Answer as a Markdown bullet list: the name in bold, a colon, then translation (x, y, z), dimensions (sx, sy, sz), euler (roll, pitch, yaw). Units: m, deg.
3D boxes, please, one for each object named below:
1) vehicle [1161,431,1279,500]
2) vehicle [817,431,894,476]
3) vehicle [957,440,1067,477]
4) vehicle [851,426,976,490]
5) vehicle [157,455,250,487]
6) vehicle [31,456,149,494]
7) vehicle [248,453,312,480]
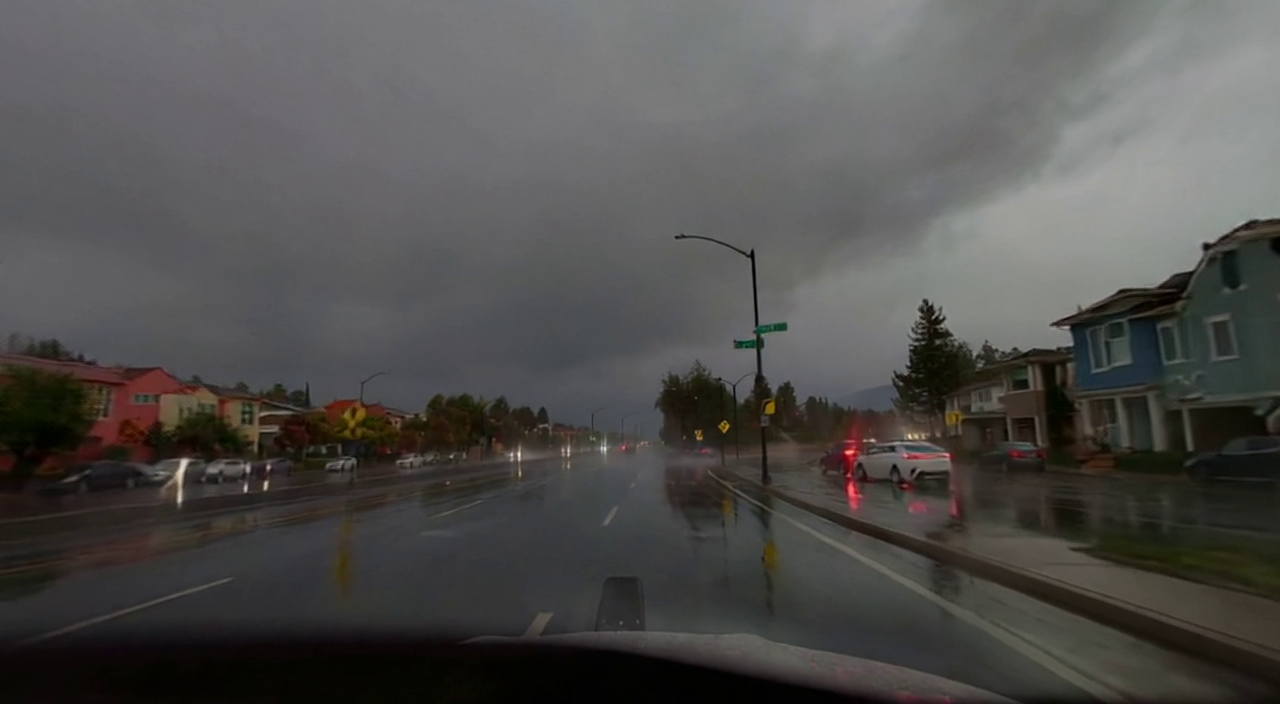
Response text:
- **vehicle**: translation (15.683, 2.755, 15.489), dimensions (1.940, 1.556, 4.542), euler (0, -8, 1)
- **vehicle**: translation (9.172, 4.486, 27.318), dimensions (2.004, 1.476, 4.588), euler (-4, -14, 4)
- **vehicle**: translation (16.108, 4.639, 27.730), dimensions (1.969, 1.465, 4.930), euler (0, -8, 2)
- **vehicle**: translation (9.096, 3.719, 21.541), dimensions (1.923, 1.741, 4.683), euler (-3, -13, -2)
- **vehicle**: translation (-27.610, 7.504, 40.234), dimensions (2.076, 1.815, 4.985), euler (-1, -9, 5)
- **vehicle**: translation (-28.113, 6.408, 32.517), dimensions (1.983, 1.691, 4.336), euler (-3, -13, 2)
- **vehicle**: translation (-27.163, 8.735, 47.880), dimensions (1.936, 1.723, 4.573), euler (-4, -13, 3)
